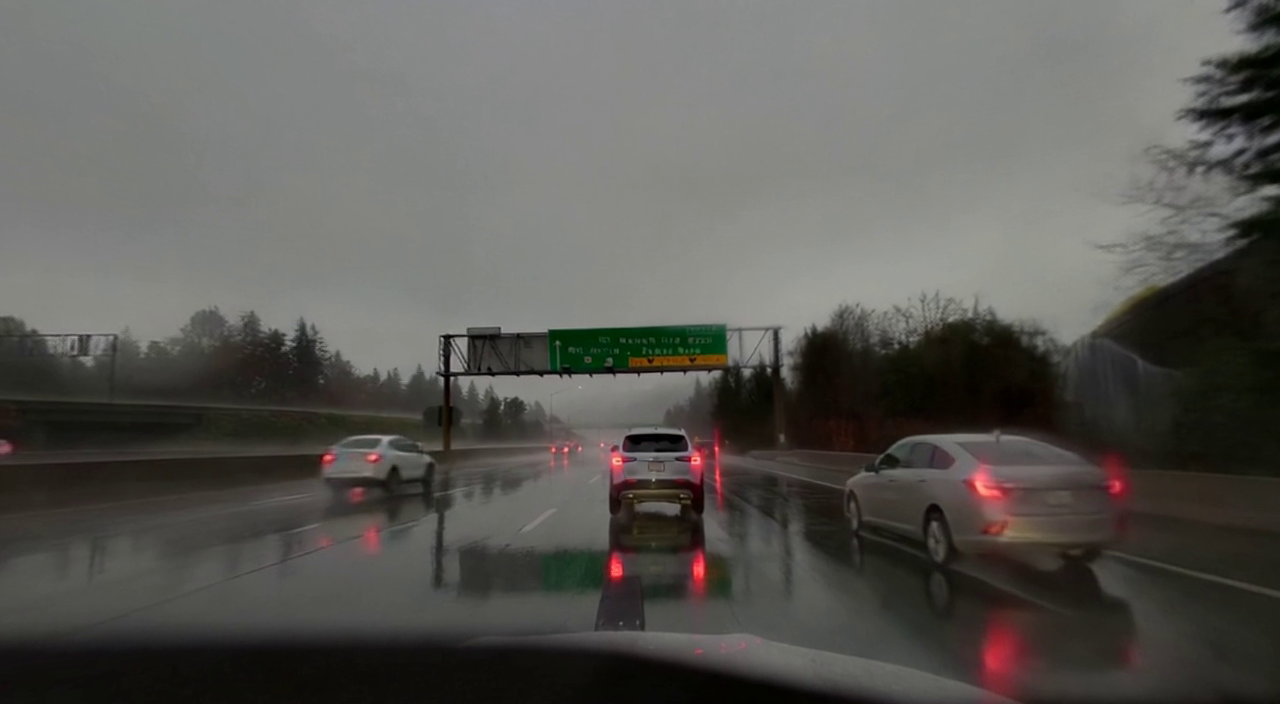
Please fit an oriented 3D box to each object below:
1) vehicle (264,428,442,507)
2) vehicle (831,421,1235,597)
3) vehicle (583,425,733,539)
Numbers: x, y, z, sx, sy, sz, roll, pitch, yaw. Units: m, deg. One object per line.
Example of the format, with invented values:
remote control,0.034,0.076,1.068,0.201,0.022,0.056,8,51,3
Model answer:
vehicle,-6.763,2.774,15.588,2.127,1.644,4.631,0,-9,1
vehicle,4.106,1.703,7.836,2.002,1.499,4.710,0,-8,0
vehicle,0.252,2.072,10.616,2.044,1.554,3.824,0,-8,0
